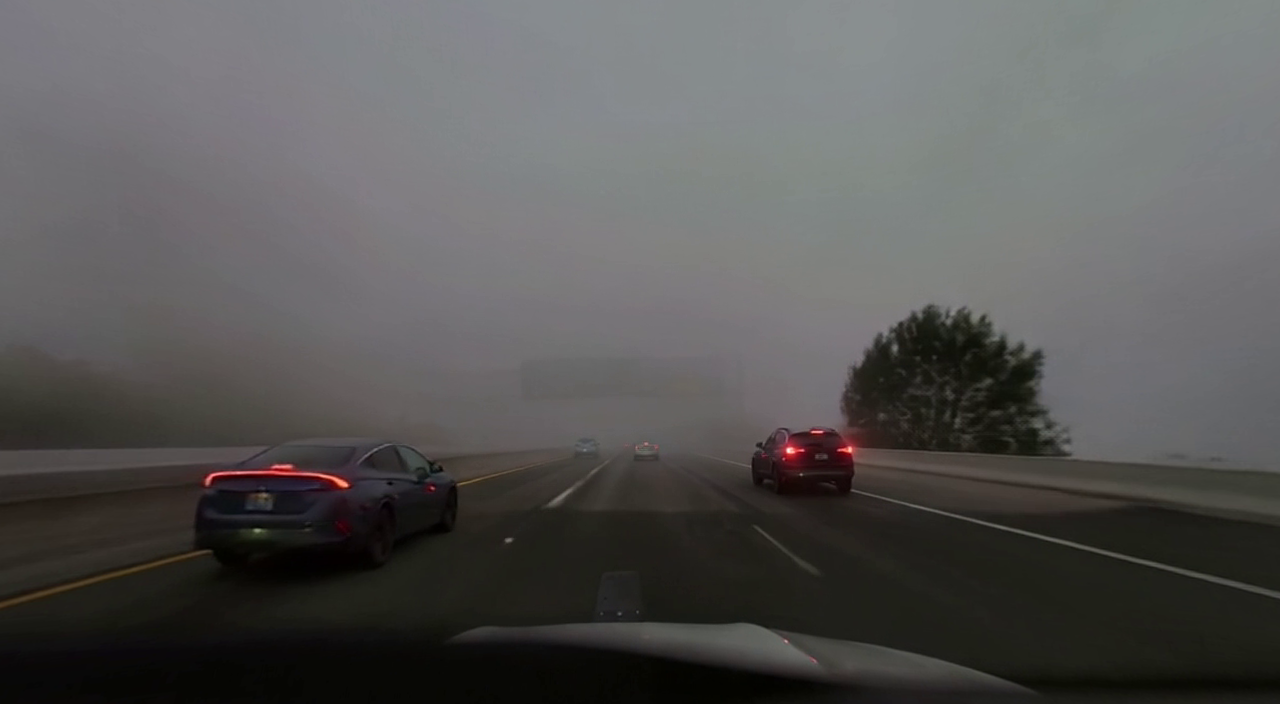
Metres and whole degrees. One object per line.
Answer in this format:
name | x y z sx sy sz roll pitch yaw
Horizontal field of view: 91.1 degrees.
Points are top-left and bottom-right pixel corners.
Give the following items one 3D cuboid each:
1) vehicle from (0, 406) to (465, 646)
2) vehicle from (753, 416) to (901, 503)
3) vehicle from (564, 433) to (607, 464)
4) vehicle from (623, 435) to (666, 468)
vehicle | -3.506 1.466 6.444 2.066 1.561 4.495 0 -8 1
vehicle | 4.081 2.429 14.595 2.025 1.707 4.279 0 -8 -1
vehicle | -3.090 5.610 36.544 2.044 1.682 4.201 -1 -8 2
vehicle | 0.240 4.982 31.706 2.049 1.542 3.816 0 -8 1
